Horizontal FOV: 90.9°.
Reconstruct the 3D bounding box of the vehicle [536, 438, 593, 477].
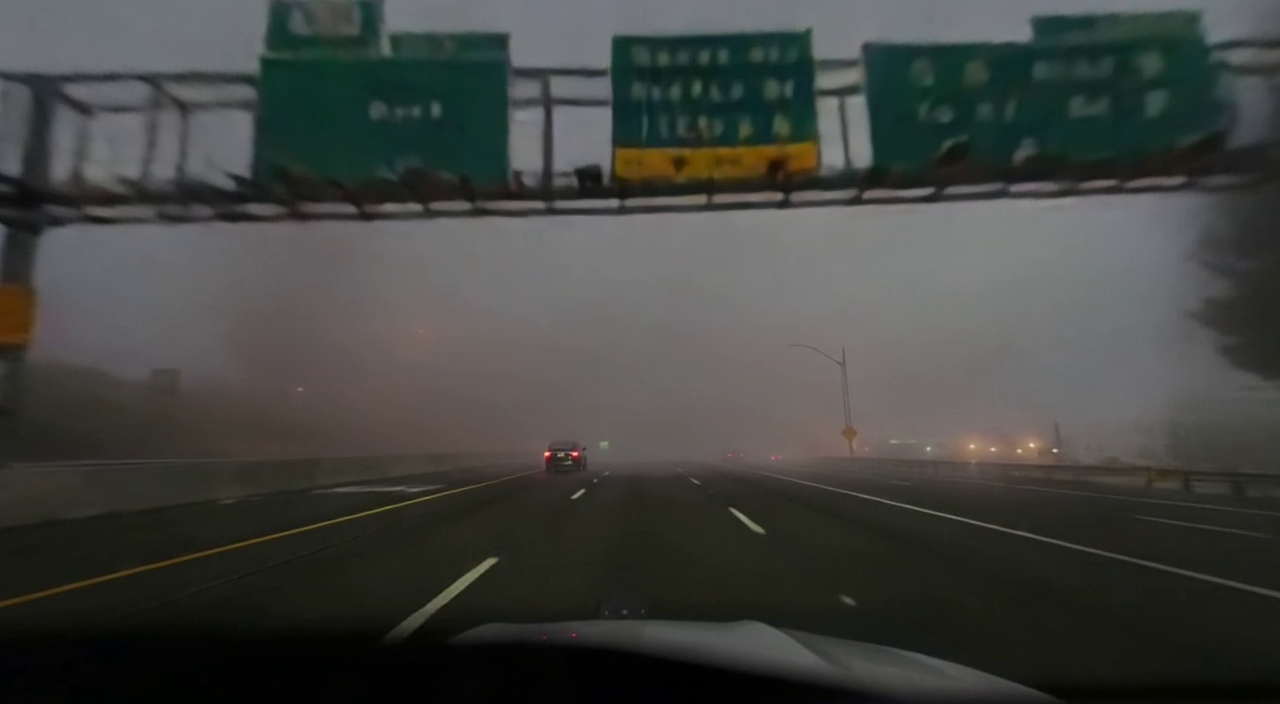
[{"bbox_3d":[-3.485,4.960,29.906,2.072,1.706,4.359,0,-8,1],"label":"vehicle"}]
